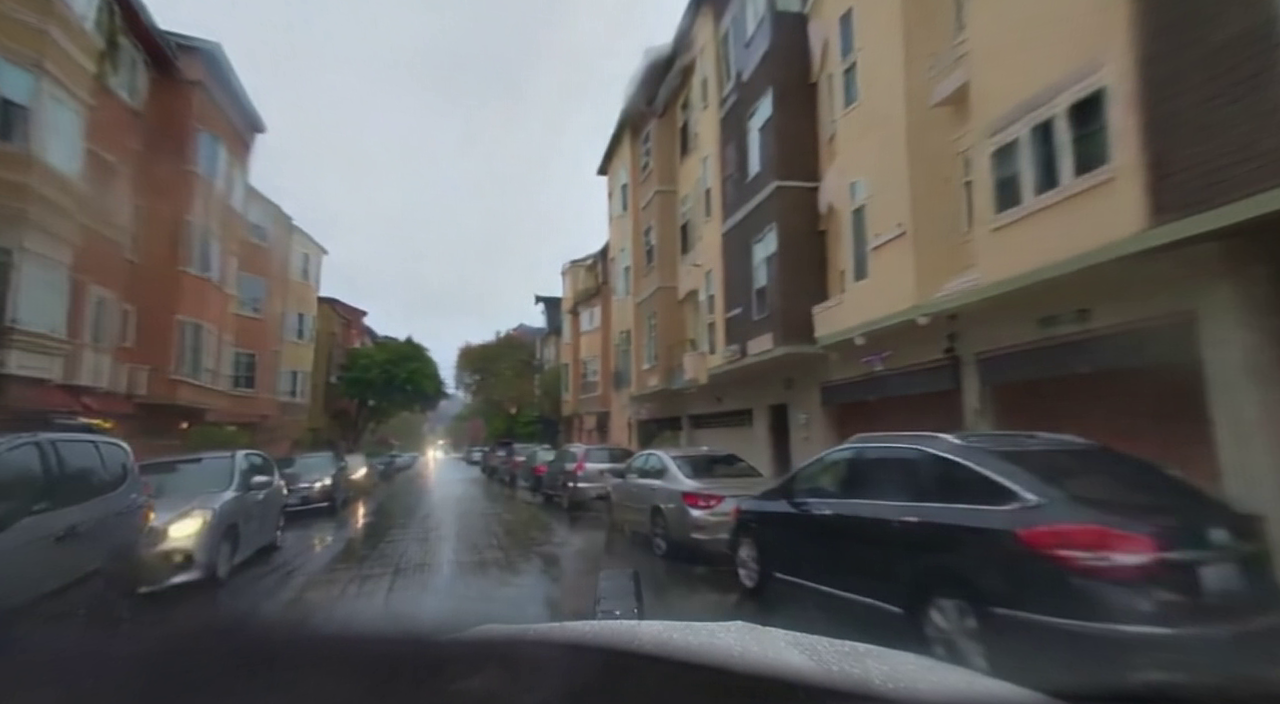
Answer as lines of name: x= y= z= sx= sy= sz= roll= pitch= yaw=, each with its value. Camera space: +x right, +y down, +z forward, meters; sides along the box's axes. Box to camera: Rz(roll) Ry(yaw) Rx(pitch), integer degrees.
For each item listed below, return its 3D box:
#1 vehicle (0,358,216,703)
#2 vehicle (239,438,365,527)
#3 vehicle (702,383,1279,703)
vehicle: x=-4.218 y=1.049 z=3.417 sx=2.100 sy=1.769 sz=4.544 roll=1 pitch=-8 yaw=-20
vehicle: x=-8.381 y=3.151 z=16.077 sx=2.081 sy=1.679 sz=4.506 roll=0 pitch=-6 yaw=-19
vehicle: x=2.373 y=1.307 z=4.742 sx=2.025 sy=1.631 sz=4.679 roll=5 pitch=-9 yaw=-18
